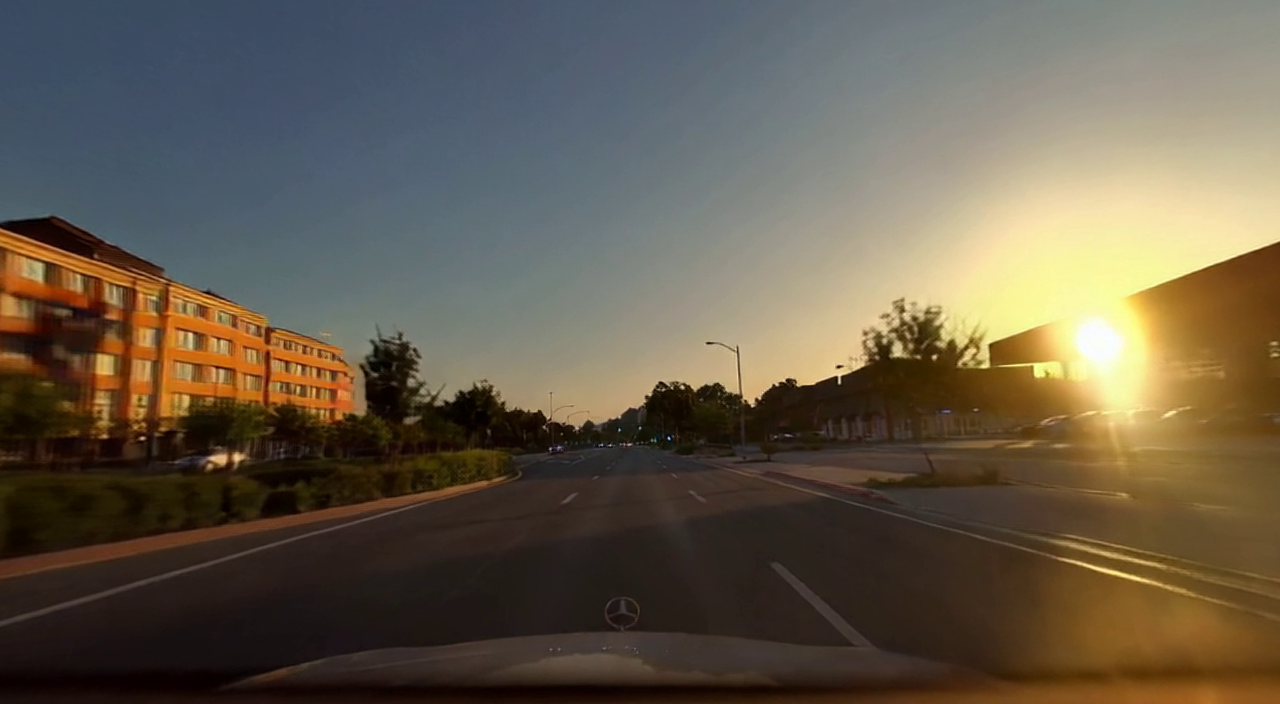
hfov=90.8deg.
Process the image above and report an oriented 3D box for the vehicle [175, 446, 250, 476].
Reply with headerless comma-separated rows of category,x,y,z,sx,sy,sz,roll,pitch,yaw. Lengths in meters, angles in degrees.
vehicle,-28.342,7.205,42.049,1.987,1.872,4.150,0,-8,0
